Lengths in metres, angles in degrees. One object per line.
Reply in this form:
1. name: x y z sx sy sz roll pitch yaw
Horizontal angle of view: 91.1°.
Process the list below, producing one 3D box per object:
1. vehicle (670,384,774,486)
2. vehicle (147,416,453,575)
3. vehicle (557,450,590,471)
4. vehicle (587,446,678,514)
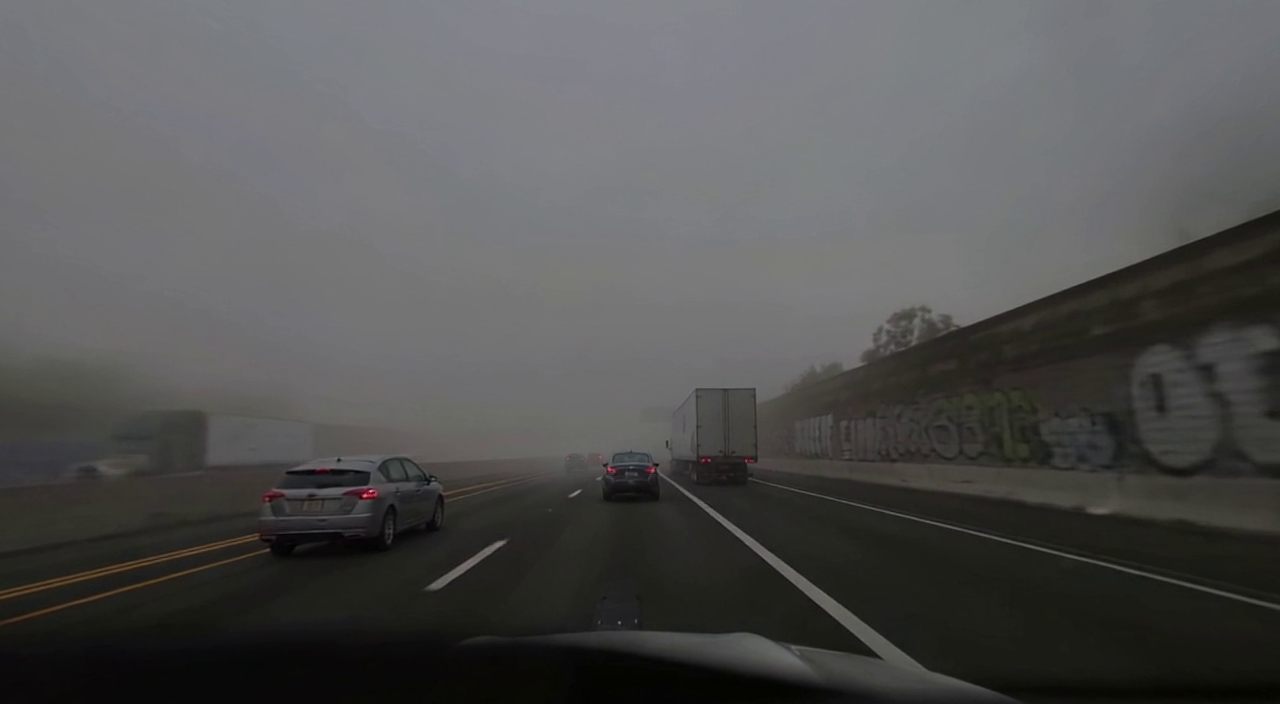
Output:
1. vehicle: 3.583 4.350 32.129 2.902 4.014 14.446 0 -9 -2
2. vehicle: -4.525 1.966 9.476 1.988 1.750 4.711 0 -9 0
3. vehicle: -5.012 8.243 47.992 2.067 1.481 4.085 0 -9 0
4. vehicle: -0.221 3.145 16.018 2.033 1.468 4.015 0 -9 -2
